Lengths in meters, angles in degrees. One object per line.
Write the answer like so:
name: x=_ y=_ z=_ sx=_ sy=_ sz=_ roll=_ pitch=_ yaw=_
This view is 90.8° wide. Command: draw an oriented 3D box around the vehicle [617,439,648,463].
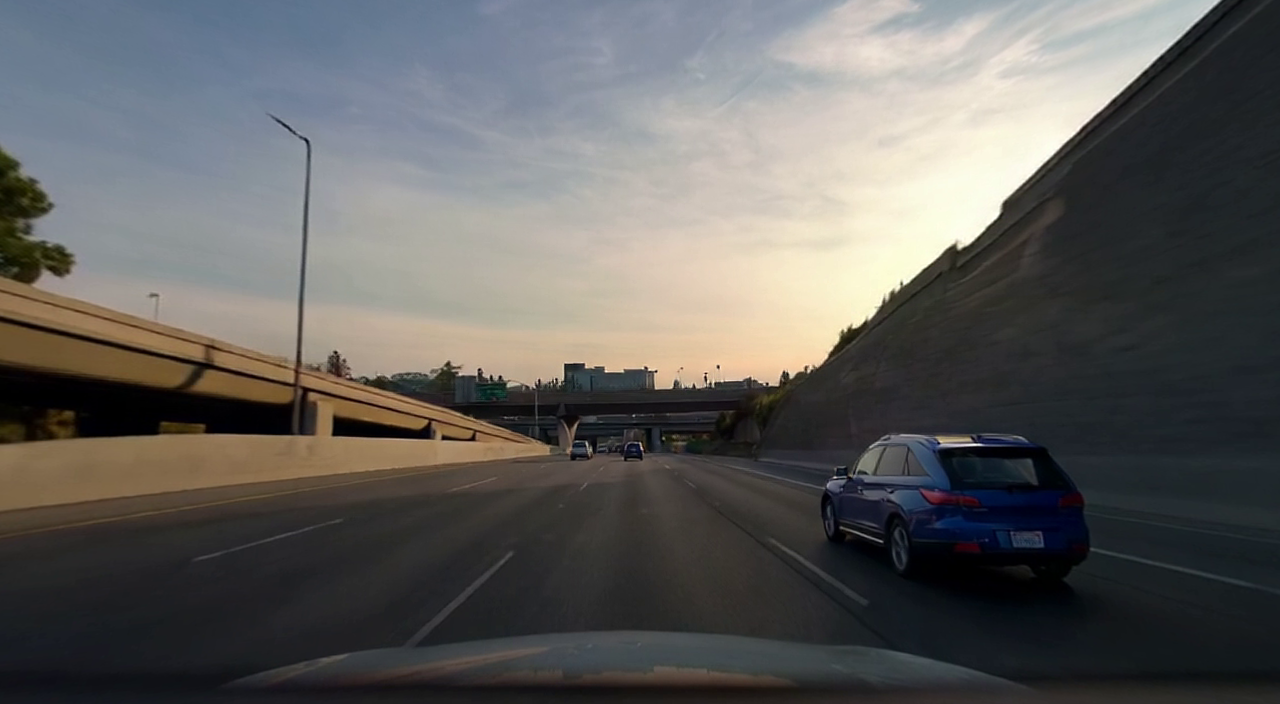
vehicle: x=-0.578 y=7.114 z=45.548 sx=2.132 sy=1.657 sz=3.967 roll=0 pitch=-8 yaw=-1

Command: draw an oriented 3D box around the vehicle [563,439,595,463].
vehicle: x=-4.433 y=7.253 z=46.335 sx=2.000 sy=1.646 sz=4.201 roll=0 pitch=-8 yaw=-1
